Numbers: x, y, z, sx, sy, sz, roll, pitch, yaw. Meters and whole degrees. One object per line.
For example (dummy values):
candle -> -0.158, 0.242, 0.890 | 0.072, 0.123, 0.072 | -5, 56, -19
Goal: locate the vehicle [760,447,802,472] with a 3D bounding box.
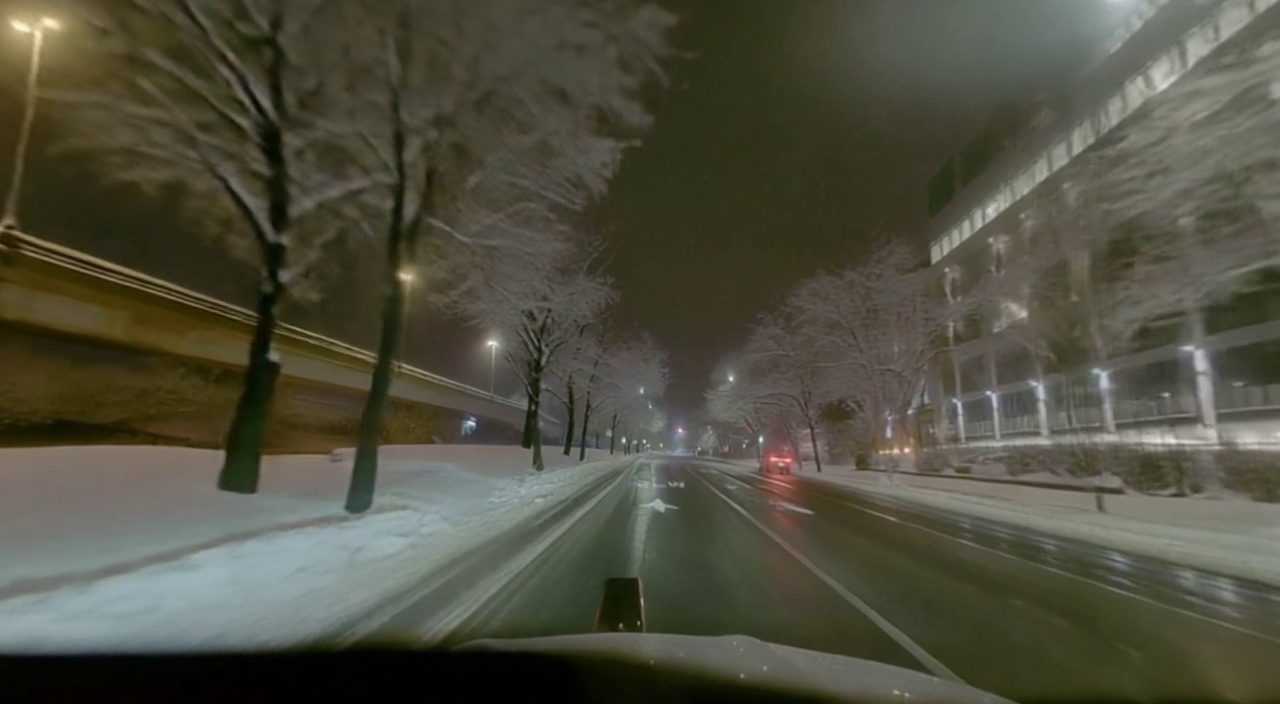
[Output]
vehicle -> 10.962, 8.371, 49.262 | 2.187, 1.871, 4.576 | 0, -9, 0

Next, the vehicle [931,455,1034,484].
vehicle -> 19.950, 6.869, 36.885 | 4.635, 1.552, 2.334 | 0, -9, 1
